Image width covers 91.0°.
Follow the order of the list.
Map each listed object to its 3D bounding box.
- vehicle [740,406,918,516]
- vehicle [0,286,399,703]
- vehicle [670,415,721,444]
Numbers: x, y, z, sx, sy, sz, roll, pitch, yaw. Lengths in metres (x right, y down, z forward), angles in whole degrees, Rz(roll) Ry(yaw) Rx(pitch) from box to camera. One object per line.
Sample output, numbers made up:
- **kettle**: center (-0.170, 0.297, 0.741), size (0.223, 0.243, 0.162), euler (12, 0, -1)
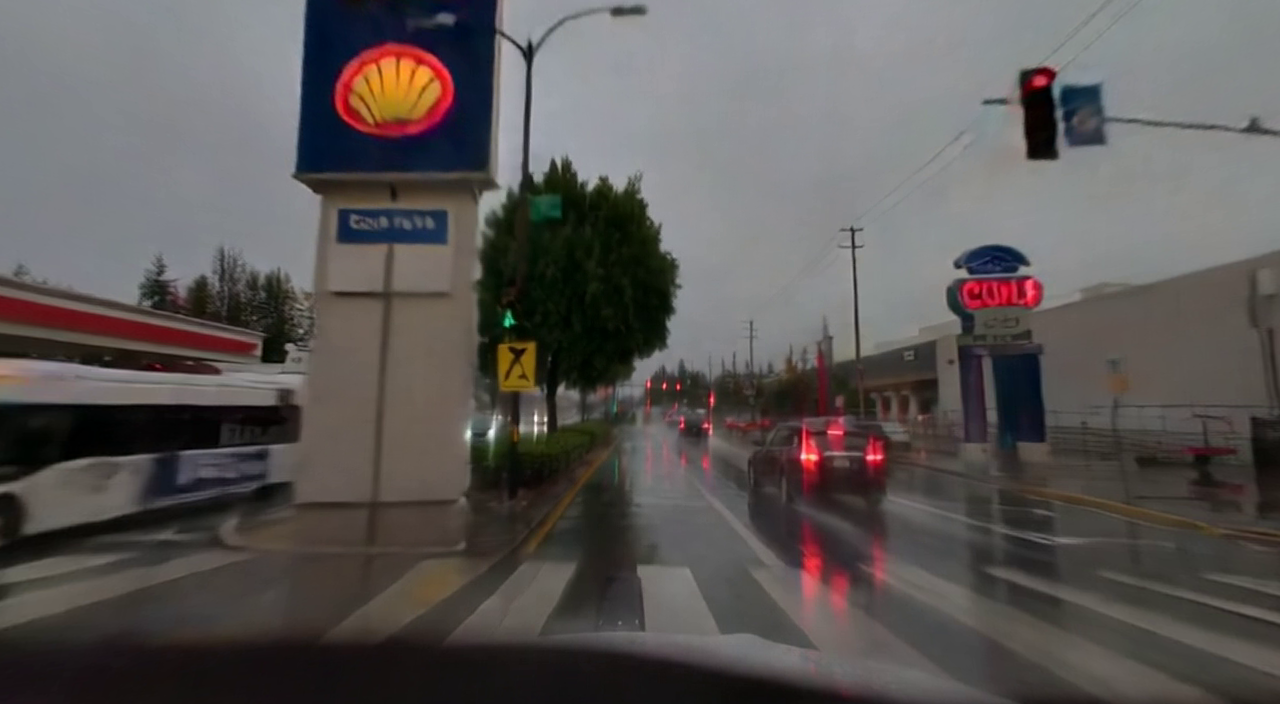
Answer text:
- **vehicle**: center (3.266, 1.997, 11.928), size (1.999, 1.679, 4.217), euler (1, -8, -1)
- **vehicle**: center (-3.661, 1.071, 4.833), size (2.189, 1.836, 4.693), euler (0, -12, -6)
- **vehicle**: center (2.934, 4.250, 34.253), size (2.282, 1.458, 4.362), euler (1, -8, -1)
